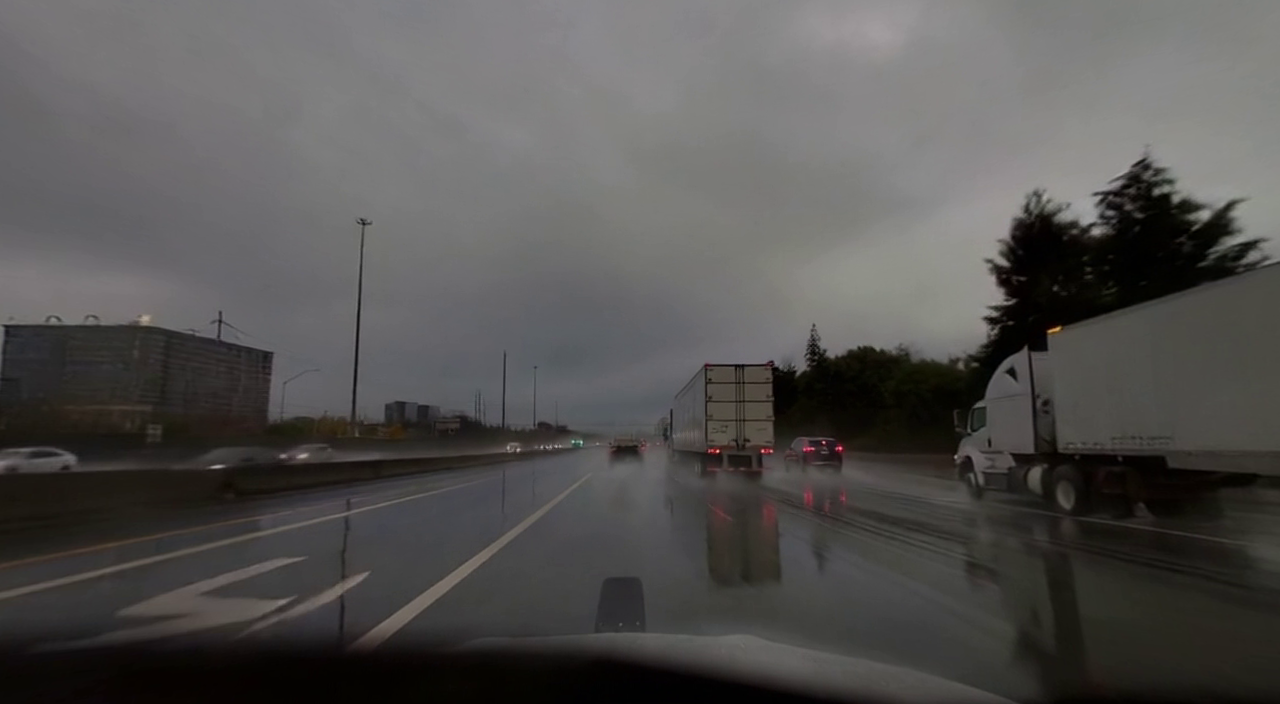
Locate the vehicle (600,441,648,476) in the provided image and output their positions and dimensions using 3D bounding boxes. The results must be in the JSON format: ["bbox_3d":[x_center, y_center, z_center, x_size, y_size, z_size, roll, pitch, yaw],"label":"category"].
[{"bbox_3d":[-0.729,5.118,30.594,2.163,1.551,4.180,0,-9,0],"label":"vehicle"}]

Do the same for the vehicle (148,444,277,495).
[{"bbox_3d":[-13.130,3.598,19.673,1.543,1.408,3.505,0,-9,0],"label":"vehicle"}]

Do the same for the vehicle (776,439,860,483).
[{"bbox_3d":[7.307,4.498,26.404,2.154,1.658,4.347,0,-9,-1],"label":"vehicle"}]

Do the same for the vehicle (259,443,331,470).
[{"bbox_3d":[-20.822,6.329,38.376,1.804,1.522,4.544,0,-9,0],"label":"vehicle"}]

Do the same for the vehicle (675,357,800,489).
[{"bbox_3d":[3.334,2.995,25.110,2.999,4.127,10.526,0,-9,-2],"label":"vehicle"}]

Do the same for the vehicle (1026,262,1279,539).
[{"bbox_3d":[11.196,0.335,6.988,2.898,4.171,17.188,0,-9,-1],"label":"vehicle"}]
